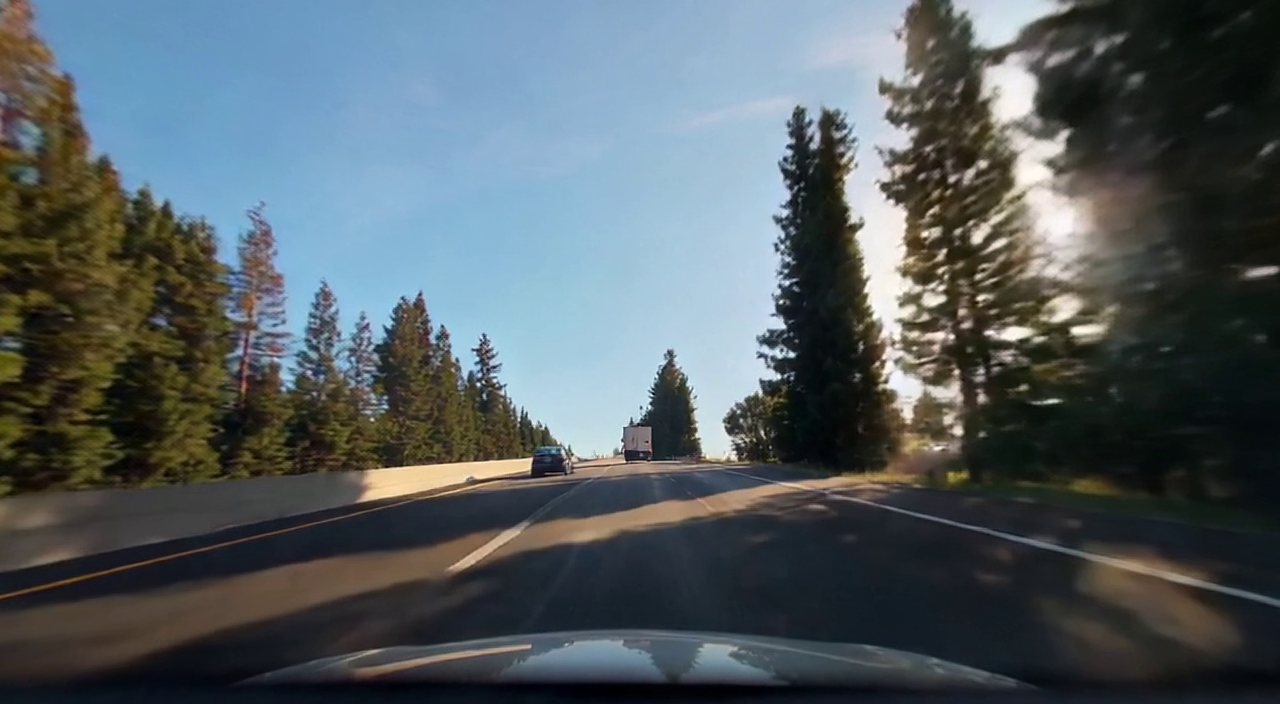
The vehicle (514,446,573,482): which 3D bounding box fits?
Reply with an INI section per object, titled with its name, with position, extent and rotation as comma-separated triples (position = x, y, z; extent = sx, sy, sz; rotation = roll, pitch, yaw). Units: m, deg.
[vehicle]
position = -4.277, 5.031, 28.669
extent = 1.916, 1.506, 4.476
rotation = 0, -9, 1
